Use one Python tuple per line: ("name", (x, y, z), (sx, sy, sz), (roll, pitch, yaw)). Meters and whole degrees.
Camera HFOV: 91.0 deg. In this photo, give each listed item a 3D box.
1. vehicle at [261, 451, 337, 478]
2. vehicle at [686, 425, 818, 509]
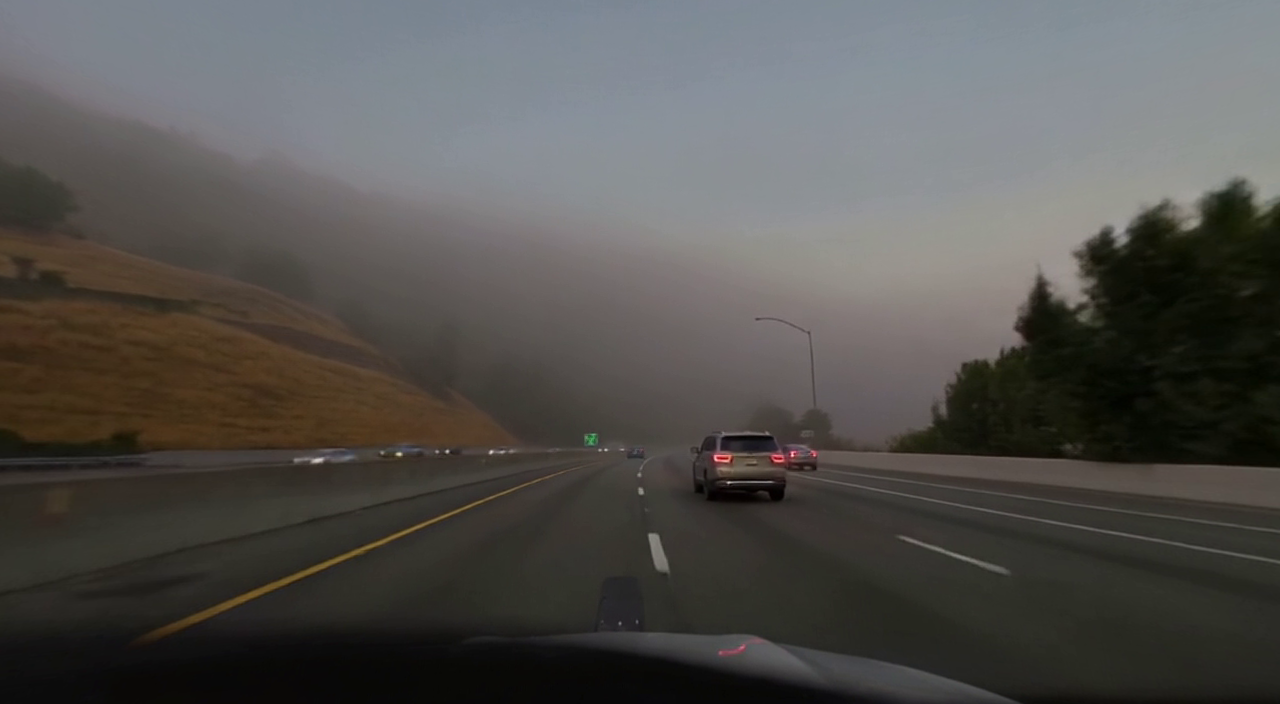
("vehicle", (-19.689, 6.480, 36.571), (1.897, 1.452, 4.335), (0, -8, 1))
("vehicle", (2.565, 2.786, 15.755), (2.318, 1.766, 4.587), (0, -8, -2))
